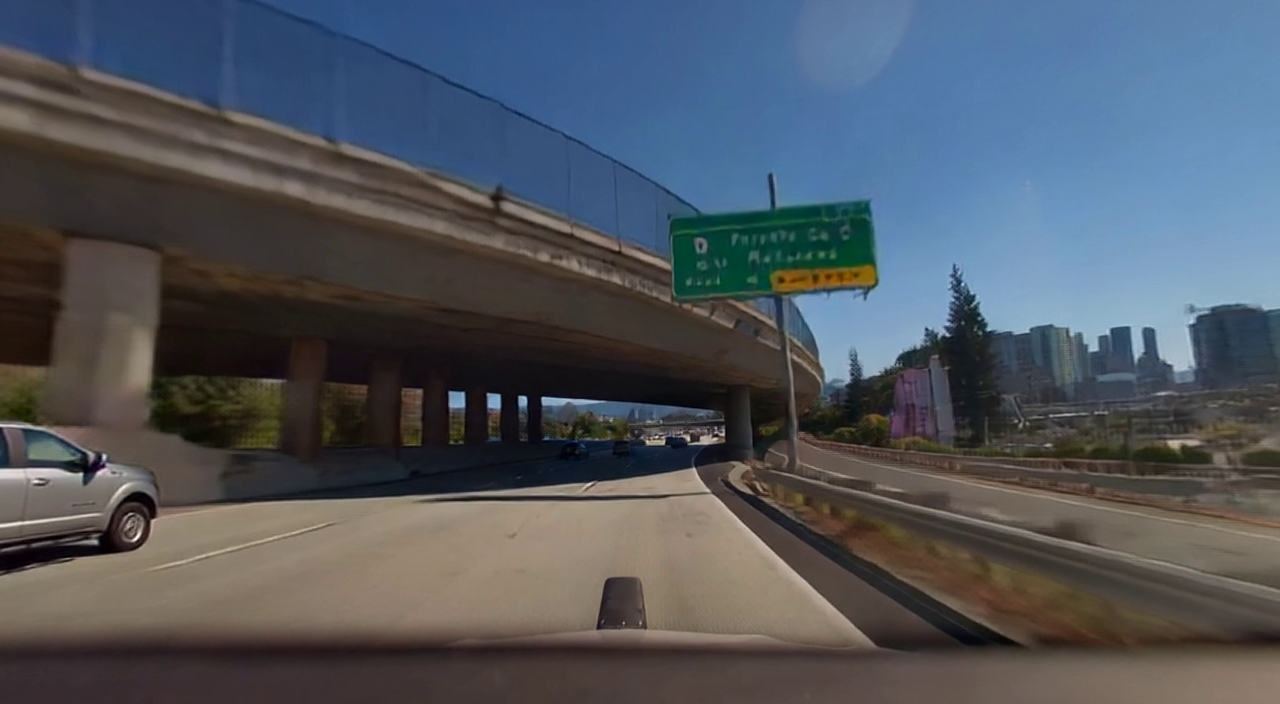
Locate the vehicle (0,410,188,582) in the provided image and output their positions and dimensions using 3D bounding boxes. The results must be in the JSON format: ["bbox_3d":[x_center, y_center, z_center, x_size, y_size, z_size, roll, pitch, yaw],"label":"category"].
[{"bbox_3d":[-7.071,1.366,5.952,1.923,1.630,4.857,0,-8,1],"label":"vehicle"}]

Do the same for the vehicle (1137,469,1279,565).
[{"bbox_3d":[26.321,7.089,28.055,2.749,3.380,6.690,0,-8,-1],"label":"vehicle"}]
